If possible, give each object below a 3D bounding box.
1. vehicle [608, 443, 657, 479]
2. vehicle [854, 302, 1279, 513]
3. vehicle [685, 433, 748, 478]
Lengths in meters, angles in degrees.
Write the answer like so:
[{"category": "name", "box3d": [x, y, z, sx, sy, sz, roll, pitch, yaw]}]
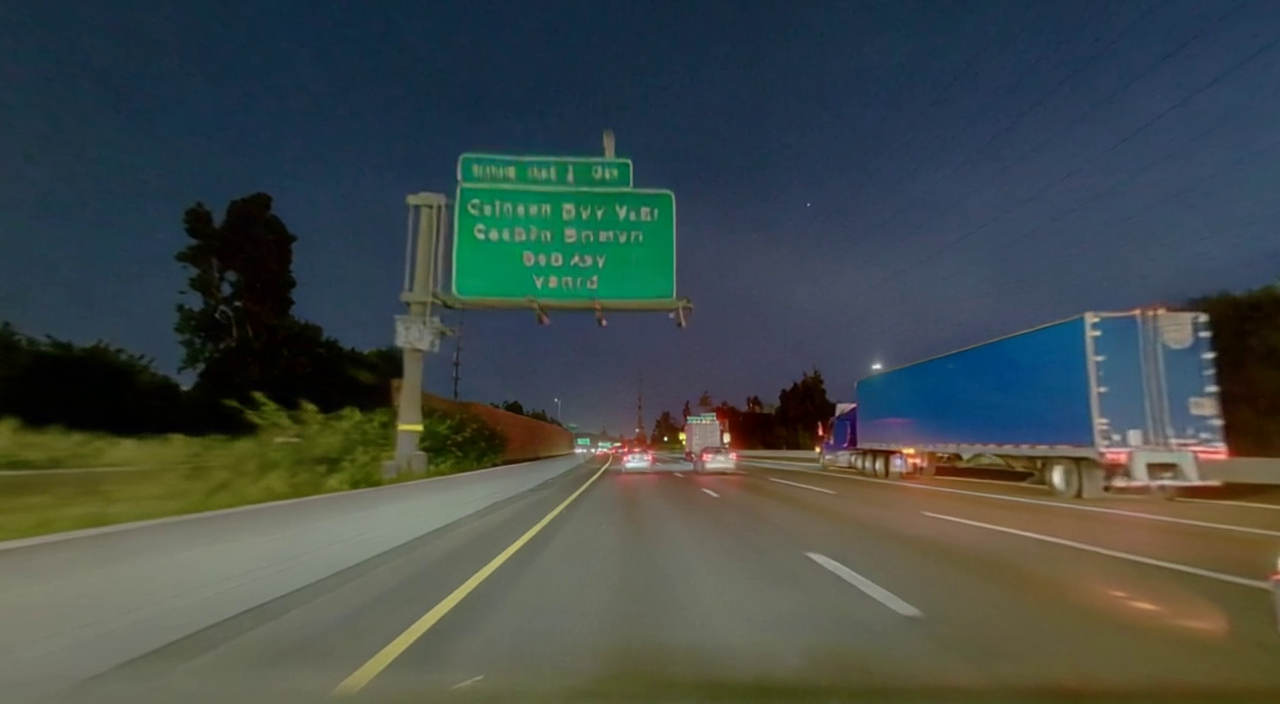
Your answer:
[{"category": "vehicle", "box3d": [-0.380, 4.877, 28.596, 2.083, 1.477, 3.965, 0, -9, -2]}, {"category": "vehicle", "box3d": [11.083, 2.187, 20.074, 2.914, 4.134, 15.553, 0, -9, -1]}, {"category": "vehicle", "box3d": [3.365, 4.709, 28.863, 2.114, 1.849, 4.692, 0, -9, -2]}]
